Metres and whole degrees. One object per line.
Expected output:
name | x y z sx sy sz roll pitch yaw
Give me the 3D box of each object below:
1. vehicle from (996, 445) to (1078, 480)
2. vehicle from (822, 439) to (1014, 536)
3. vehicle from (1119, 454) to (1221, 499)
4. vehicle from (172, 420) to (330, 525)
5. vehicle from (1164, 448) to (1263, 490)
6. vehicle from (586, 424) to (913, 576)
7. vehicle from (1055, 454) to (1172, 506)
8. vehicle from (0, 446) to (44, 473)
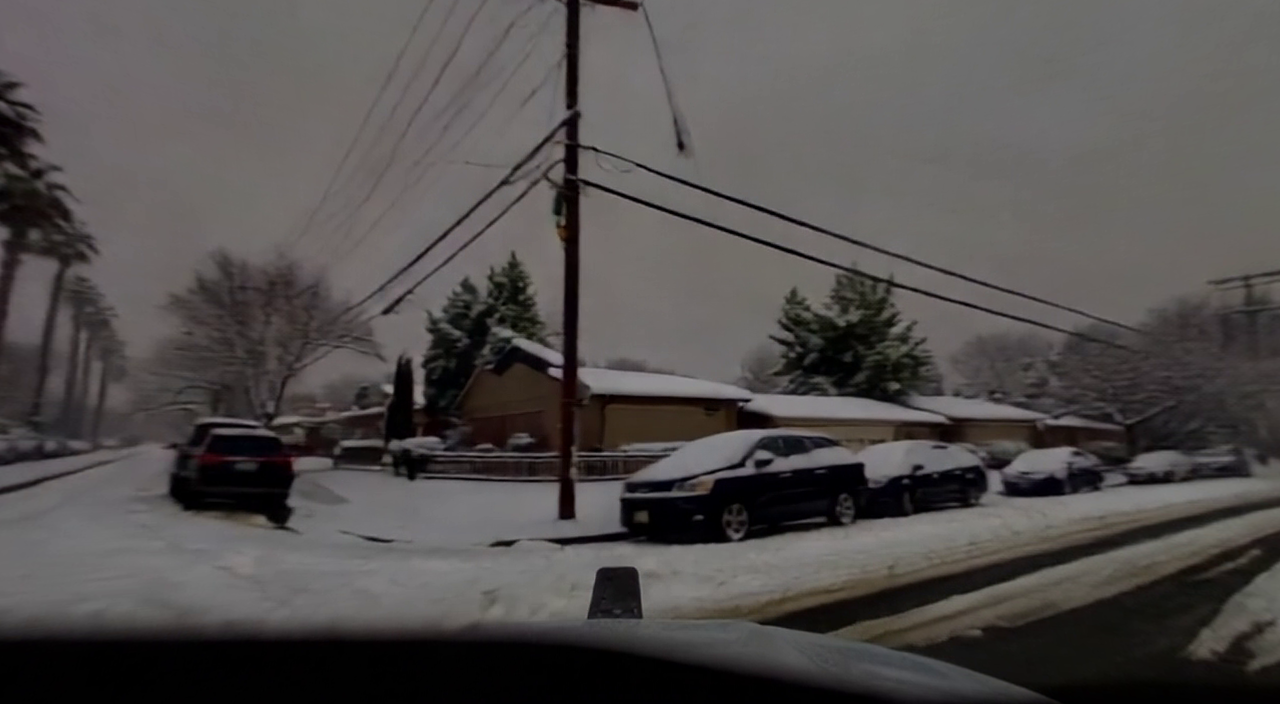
vehicle | 23.132 6.350 36.712 5.443 1.836 2.232 6 -10 -38
vehicle | 6.585 3.010 14.828 4.436 1.756 2.150 4 -7 -37
vehicle | 21.494 4.950 25.538 4.761 1.553 2.039 6 -10 -37
vehicle | -9.197 2.607 14.630 2.505 1.895 5.805 6 -10 -36
vehicle | 26.555 5.371 29.209 5.191 1.746 1.985 6 -12 -33
vehicle | 2.183 2.335 11.391 5.971 1.967 2.385 4 -9 -39
vehicle | 16.509 4.352 21.958 4.626 1.523 1.897 6 -10 -36
vehicle | -42.185 7.210 42.493 2.370 1.685 3.679 6 -9 -35
